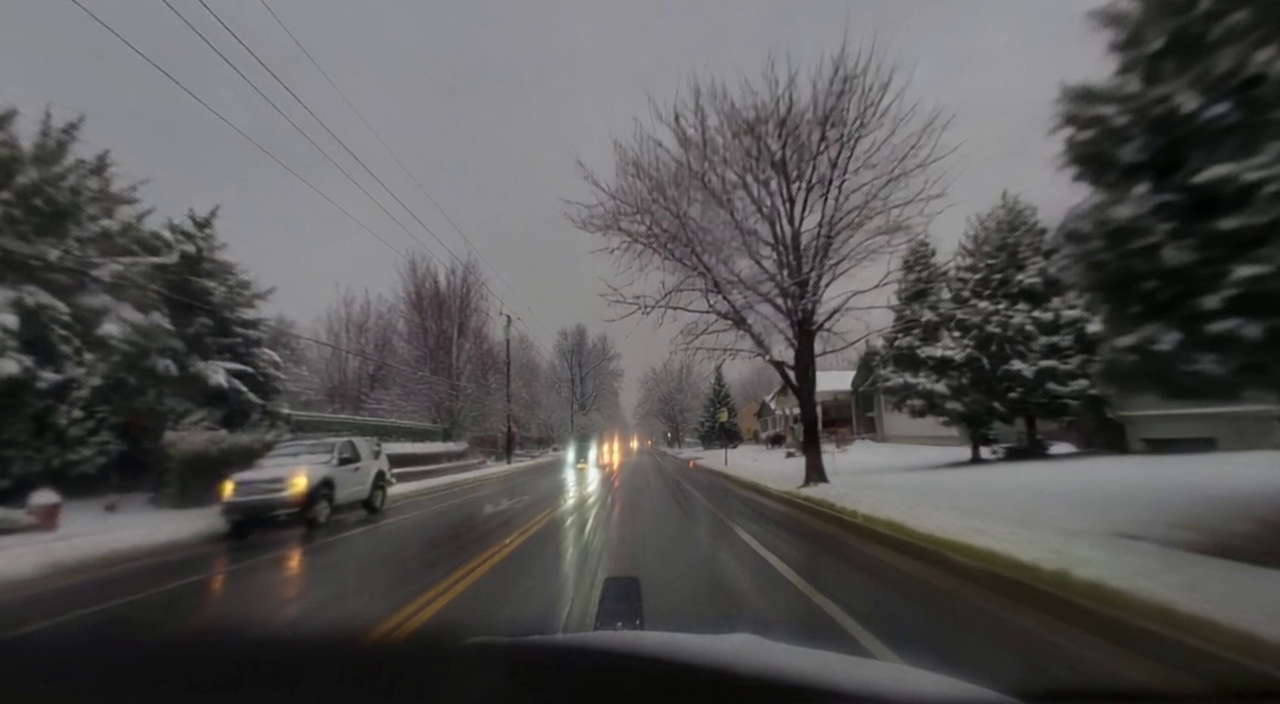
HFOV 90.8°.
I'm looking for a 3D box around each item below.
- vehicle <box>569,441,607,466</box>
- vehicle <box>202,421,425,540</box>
[{"bbox_3d":[-3.382,6.641,41.669,2.074,1.527,4.438,0,-8,1],"label":"vehicle"},{"bbox_3d":[-6.545,2.621,13.565,2.176,1.885,5.174,-4,-9,-2],"label":"vehicle"}]
